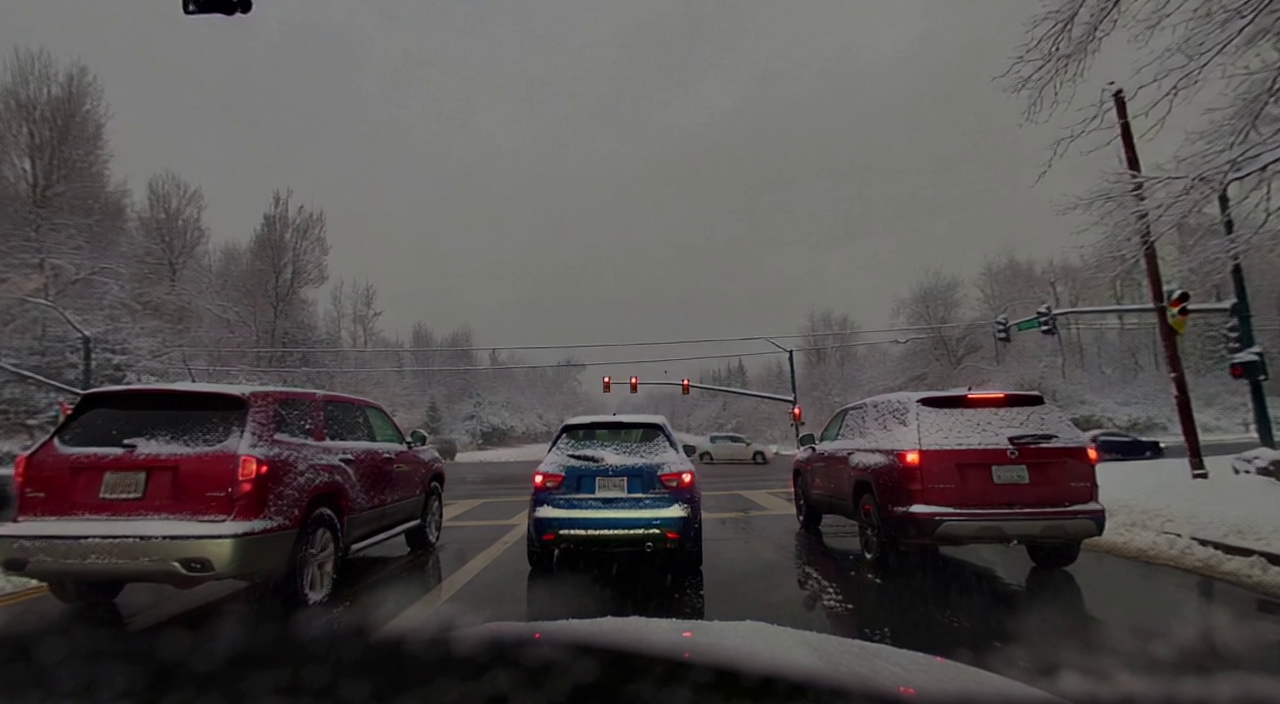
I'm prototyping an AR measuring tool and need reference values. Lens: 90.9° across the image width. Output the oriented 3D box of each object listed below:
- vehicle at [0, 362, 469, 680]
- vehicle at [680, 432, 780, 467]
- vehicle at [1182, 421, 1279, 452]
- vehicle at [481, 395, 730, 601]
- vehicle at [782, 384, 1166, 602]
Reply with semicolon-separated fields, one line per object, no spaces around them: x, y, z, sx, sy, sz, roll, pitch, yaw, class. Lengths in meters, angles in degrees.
-3.277;1.283;5.888;2.047;1.810;4.414;0;-8;1;vehicle
4.767;5.204;33.697;4.874;1.770;2.107;-5;-10;32;vehicle
32.830;4.658;34.780;4.175;1.634;1.877;1;-8;-5;vehicle
-0.238;1.512;7.323;2.067;1.702;3.987;0;-8;2;vehicle
3.263;1.489;7.515;2.083;1.779;4.532;0;-8;0;vehicle
